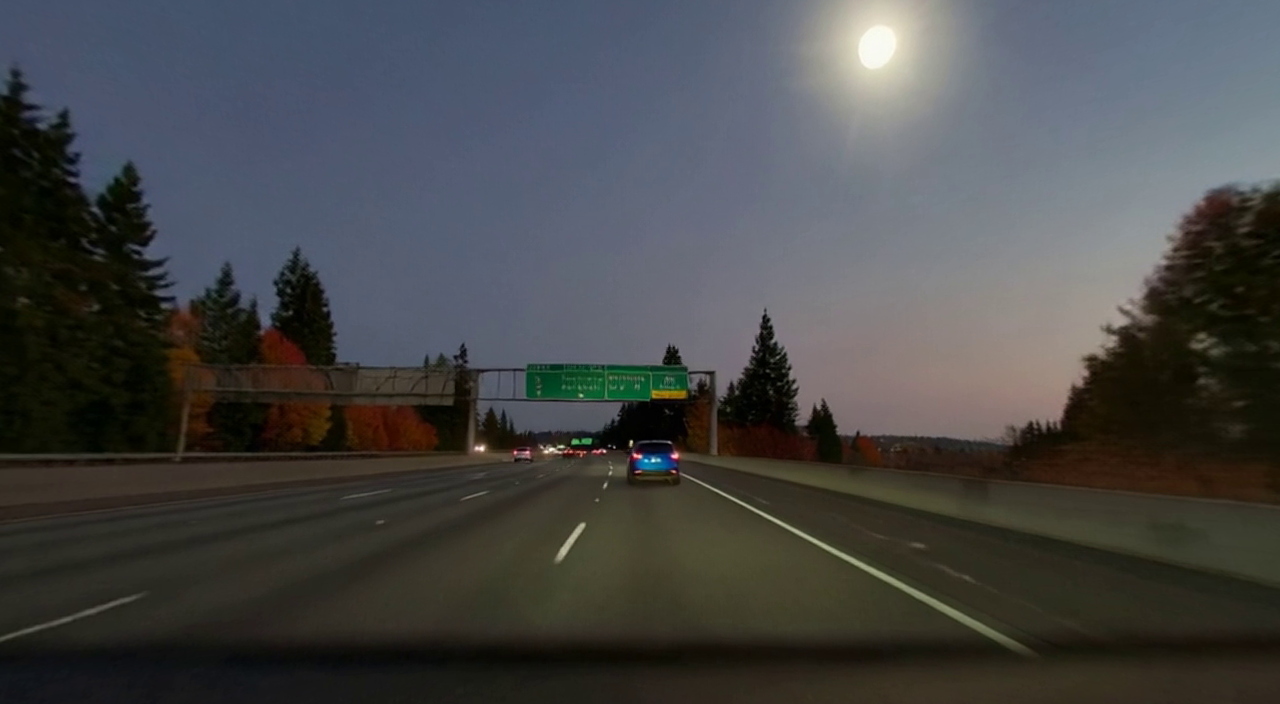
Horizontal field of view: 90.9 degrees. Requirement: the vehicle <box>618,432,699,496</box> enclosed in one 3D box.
[{"bbox_3d":[0.441,3.343,19.205,2.120,1.706,4.226,1,-8,-3],"label":"vehicle"}]
